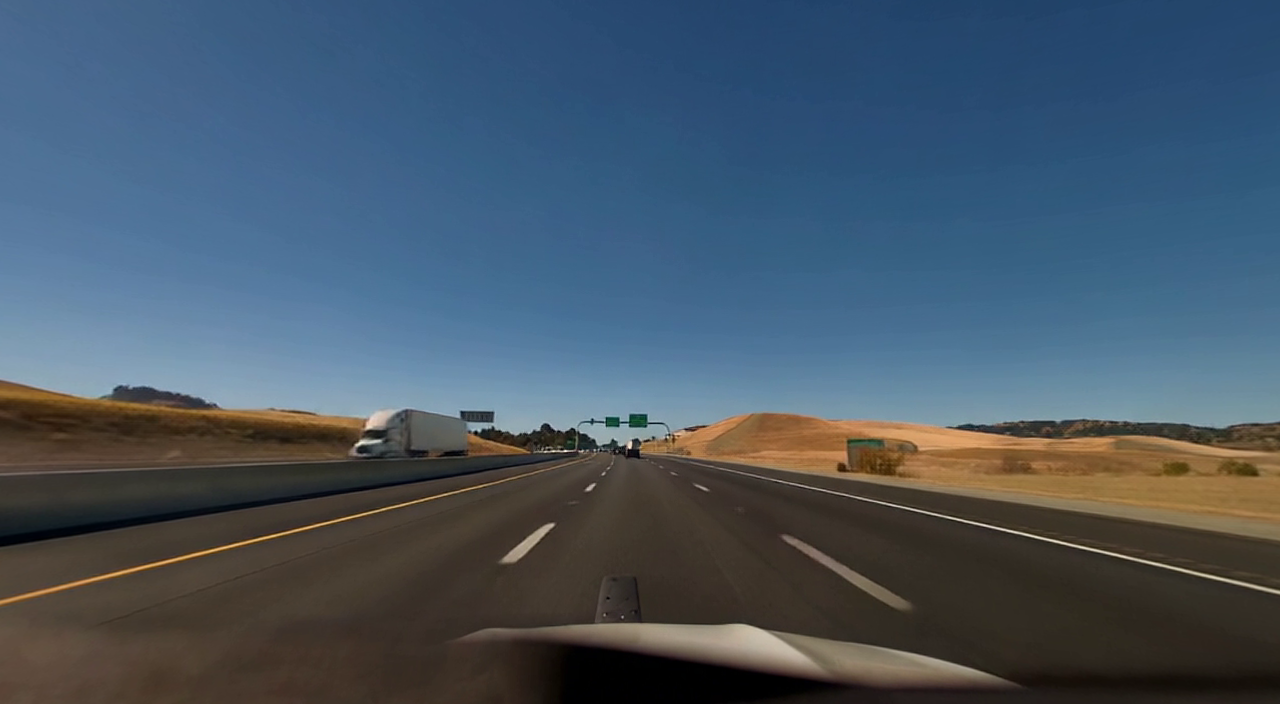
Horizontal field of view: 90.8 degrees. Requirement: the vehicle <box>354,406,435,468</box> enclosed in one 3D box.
[{"bbox_3d":[-16.687,5.884,43.371,3.245,3.939,5.841,0,-9,-2],"label":"vehicle"}]
